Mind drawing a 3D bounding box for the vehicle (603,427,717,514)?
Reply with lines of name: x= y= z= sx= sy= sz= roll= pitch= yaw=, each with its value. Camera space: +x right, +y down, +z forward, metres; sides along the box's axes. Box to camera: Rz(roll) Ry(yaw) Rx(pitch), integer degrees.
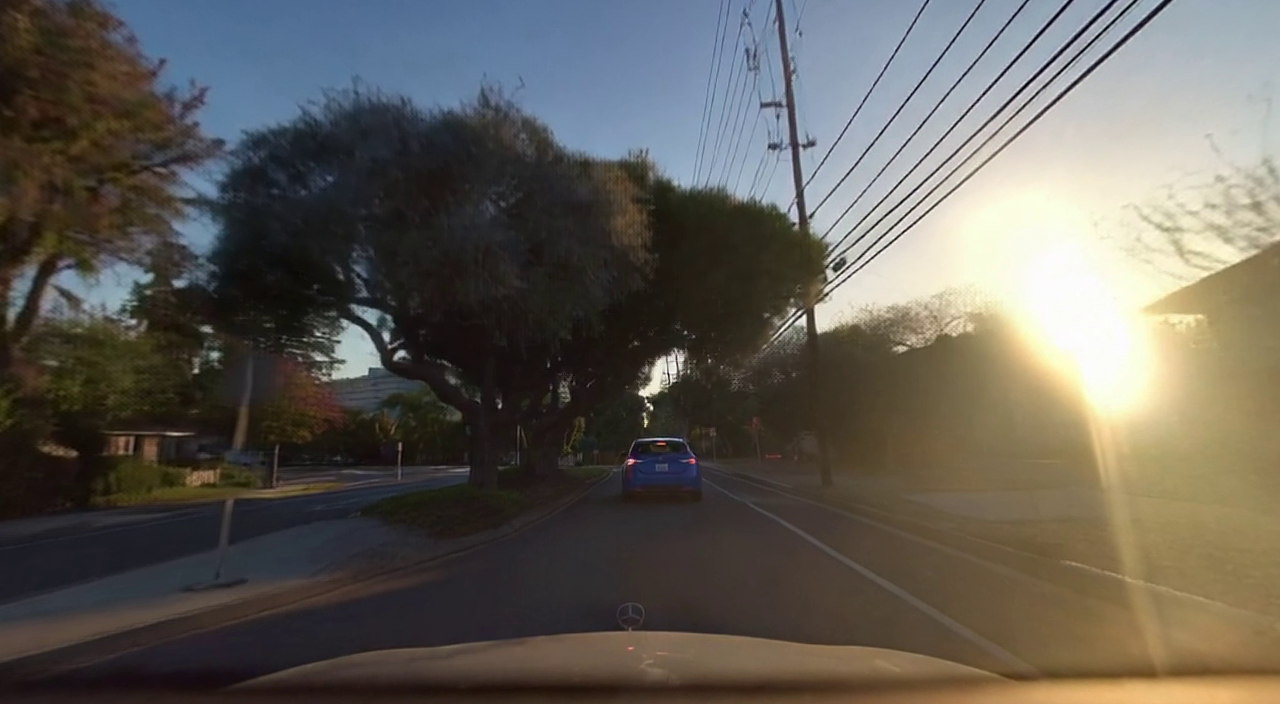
vehicle: x=0.396 y=2.601 z=14.283 sx=2.200 sy=1.653 sz=4.127 roll=0 pitch=-8 yaw=0
